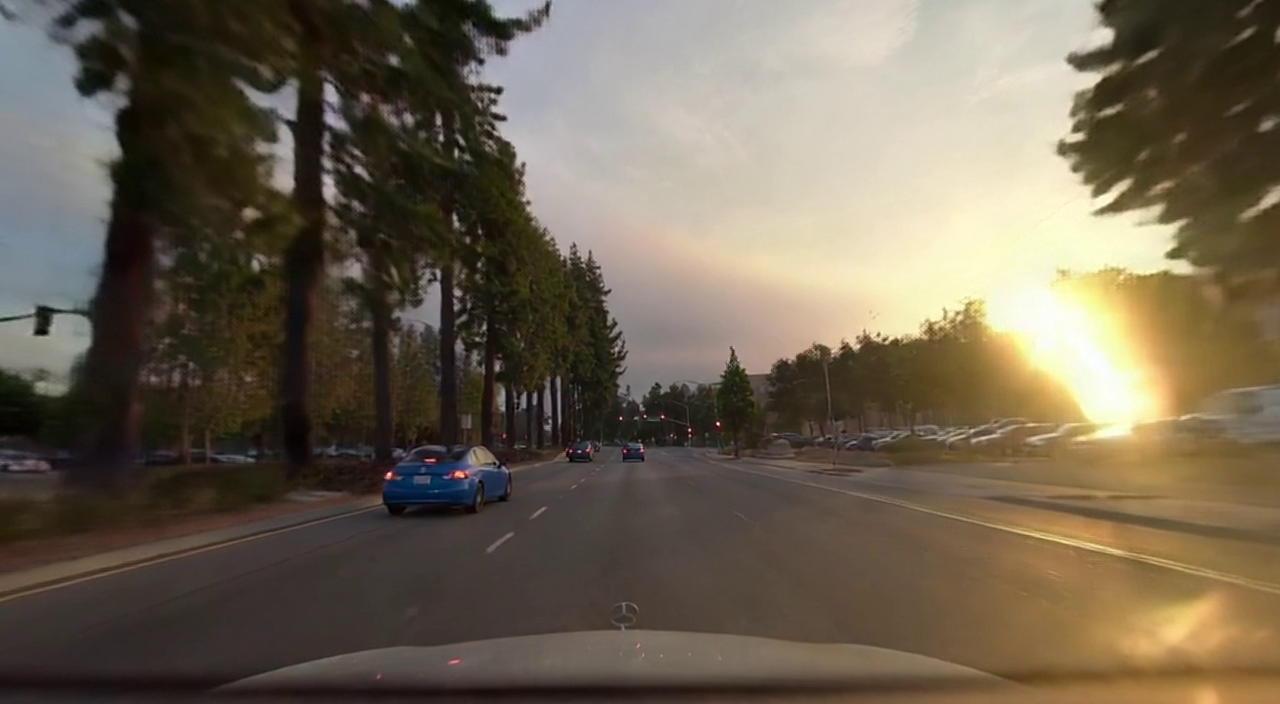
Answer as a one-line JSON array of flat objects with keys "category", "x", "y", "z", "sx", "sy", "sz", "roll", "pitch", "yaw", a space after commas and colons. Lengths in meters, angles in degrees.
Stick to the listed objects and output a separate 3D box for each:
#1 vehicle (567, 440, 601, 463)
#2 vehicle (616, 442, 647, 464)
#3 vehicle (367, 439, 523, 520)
[{"category": "vehicle", "x": -4.094, "y": 7.322, "z": 46.799, "sx": 2.103, "sy": 1.592, "sz": 4.160, "roll": 0, "pitch": -8, "yaw": 0}, {"category": "vehicle", "x": -0.572, "y": 6.767, "z": 42.498, "sx": 1.991, "sy": 1.431, "sz": 4.199, "roll": 0, "pitch": -8, "yaw": -1}, {"category": "vehicle", "x": -3.855, "y": 2.573, "z": 13.397, "sx": 1.905, "sy": 1.418, "sz": 4.396, "roll": 0, "pitch": -8, "yaw": 0}]
